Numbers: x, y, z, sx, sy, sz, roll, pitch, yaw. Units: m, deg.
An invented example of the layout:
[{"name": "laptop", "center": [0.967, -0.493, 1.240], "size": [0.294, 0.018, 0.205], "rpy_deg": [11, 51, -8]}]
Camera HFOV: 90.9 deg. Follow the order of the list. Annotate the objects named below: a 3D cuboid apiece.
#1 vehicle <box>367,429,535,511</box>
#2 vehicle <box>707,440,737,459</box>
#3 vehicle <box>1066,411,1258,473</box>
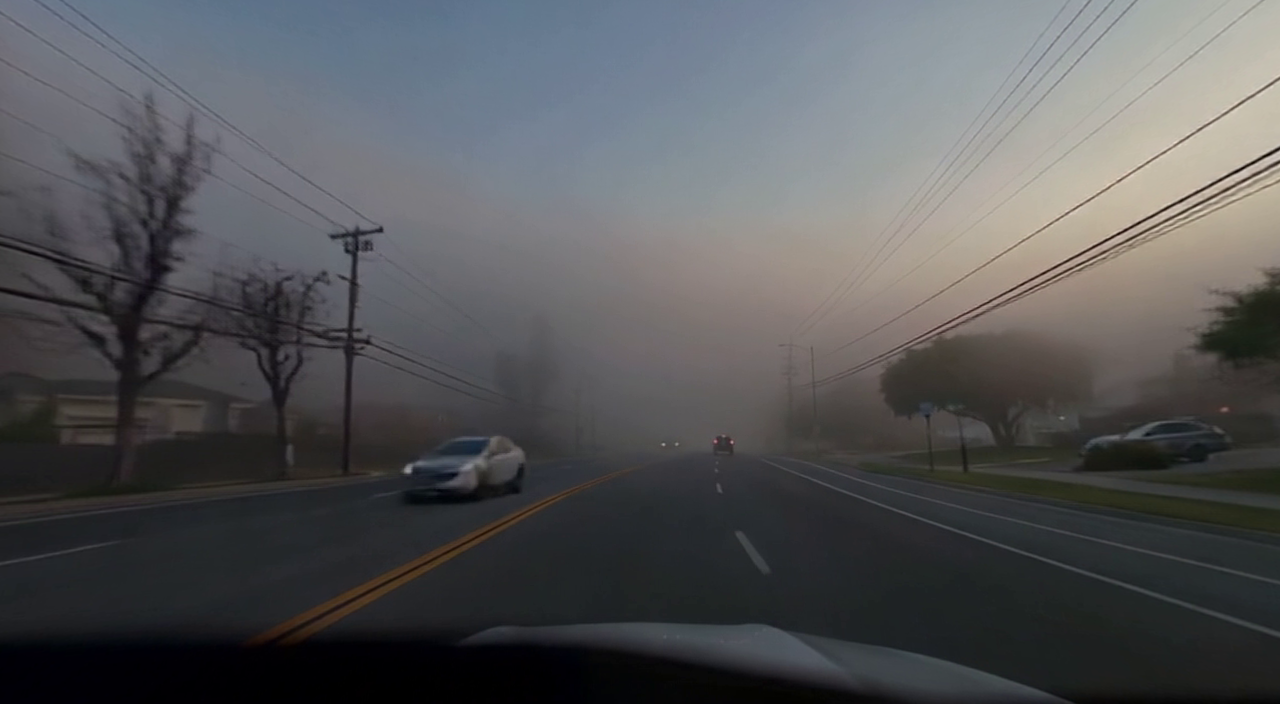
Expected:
[{"name": "vehicle", "center": [-3.866, 2.512, 13.831], "size": [1.974, 1.479, 4.392], "rpy_deg": [-1, -9, 5]}, {"name": "vehicle", "center": [6.347, 7.639, 49.307], "size": [1.982, 1.451, 4.152], "rpy_deg": [-1, -9, 3]}, {"name": "vehicle", "center": [18.000, 3.190, 22.117], "size": [4.687, 1.805, 2.130], "rpy_deg": [-8, -11, 29]}]
